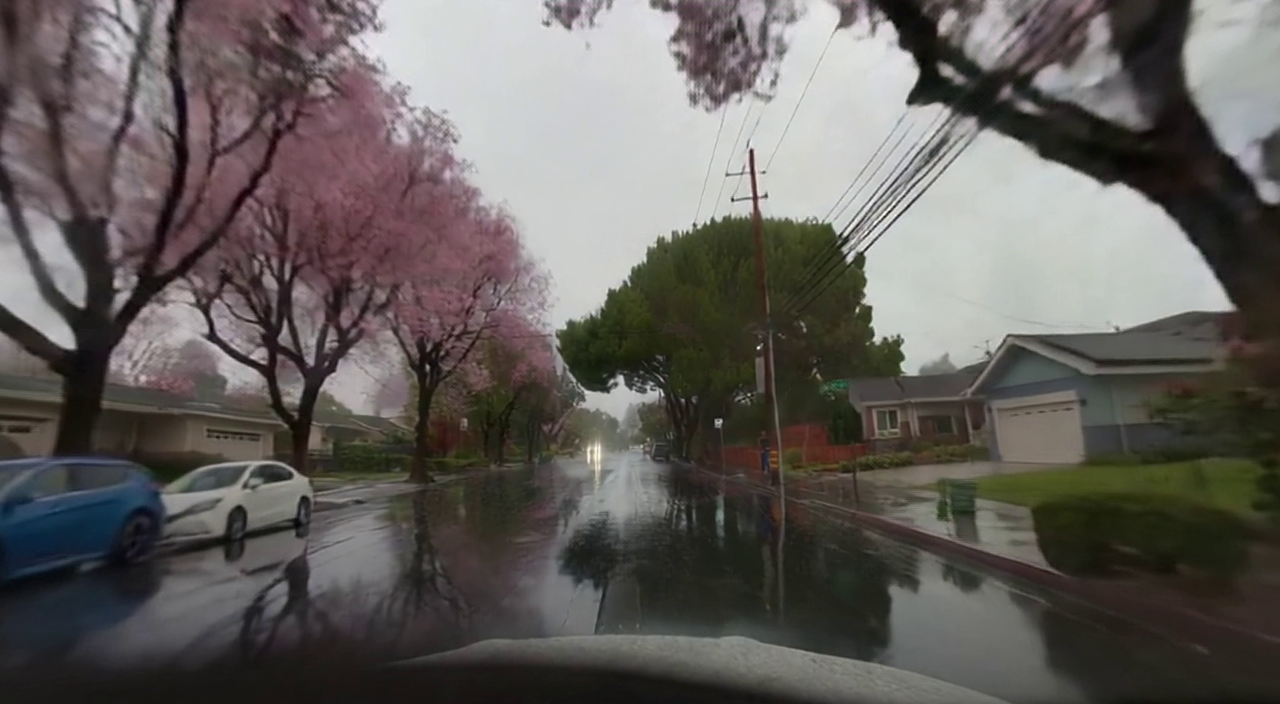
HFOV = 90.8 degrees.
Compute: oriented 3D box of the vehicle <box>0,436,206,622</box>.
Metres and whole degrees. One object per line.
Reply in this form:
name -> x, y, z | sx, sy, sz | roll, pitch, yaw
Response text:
vehicle -> -6.378, 1.632, 6.103 | 1.874, 1.497, 4.233 | -2, -7, -8
